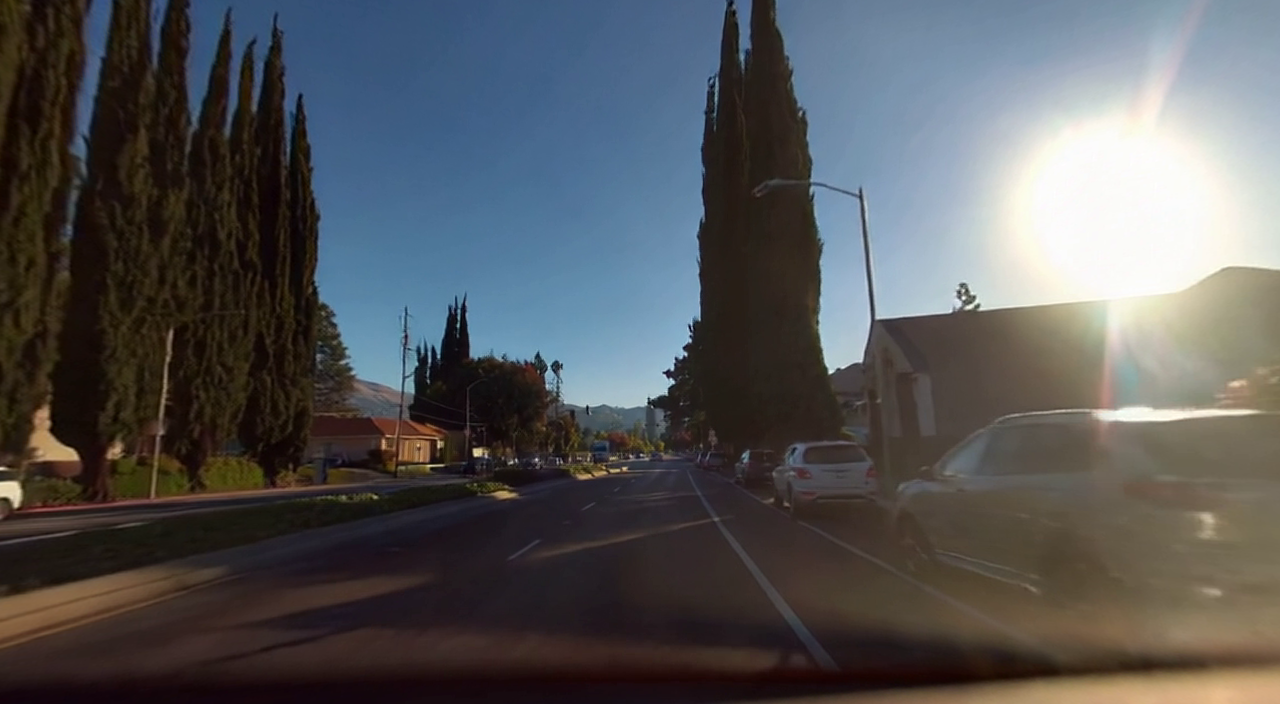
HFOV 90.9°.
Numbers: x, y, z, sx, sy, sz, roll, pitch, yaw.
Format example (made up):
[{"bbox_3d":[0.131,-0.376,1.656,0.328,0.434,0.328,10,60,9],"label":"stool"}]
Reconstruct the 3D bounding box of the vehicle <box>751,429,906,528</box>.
[{"bbox_3d":[3.964,2.735,14.402,2.166,1.798,5.256,-1,-8,3],"label":"vehicle"}]

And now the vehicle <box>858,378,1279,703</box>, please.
[{"bbox_3d":[3.892,1.356,5.626,2.170,1.762,4.902,-1,-8,1],"label":"vehicle"}]

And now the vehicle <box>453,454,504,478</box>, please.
[{"bbox_3d":[-11.220,7.937,44.142,1.999,1.467,4.618,-1,-8,5],"label":"vehicle"}]

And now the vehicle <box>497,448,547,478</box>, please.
[{"bbox_3d":[-7.478,7.075,40.412,2.331,1.696,4.861,0,-8,-1],"label":"vehicle"}]
